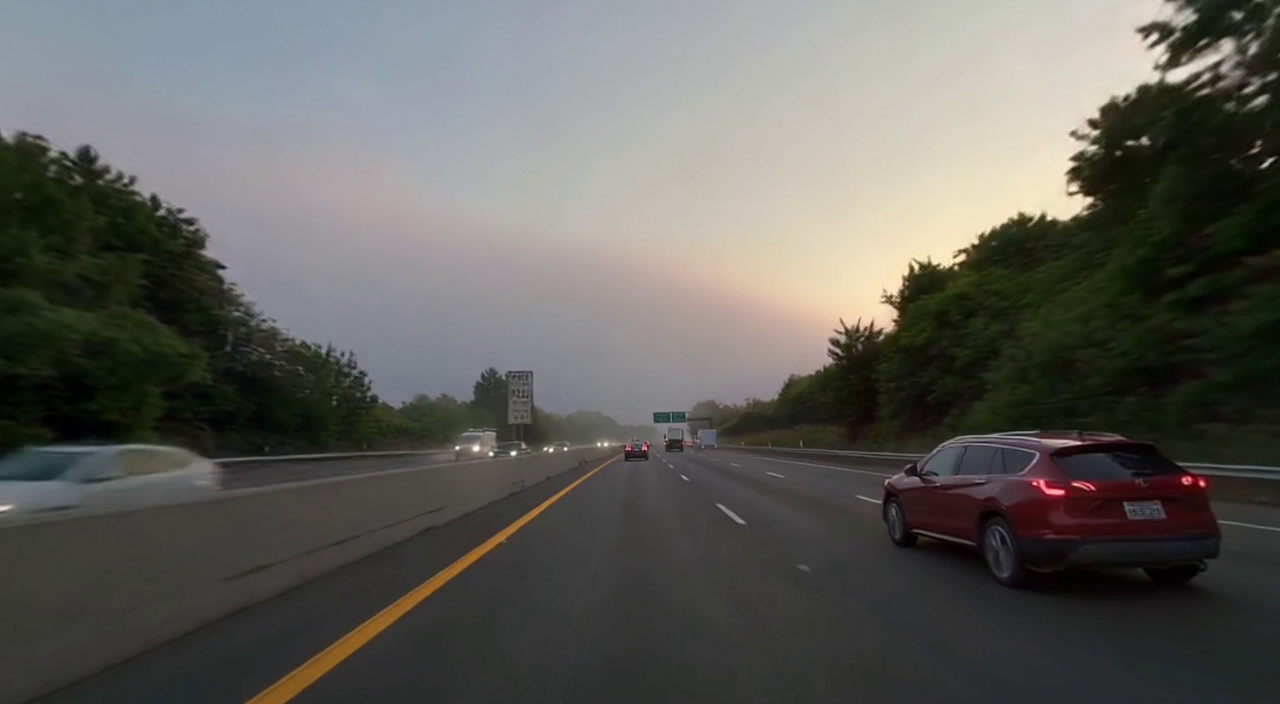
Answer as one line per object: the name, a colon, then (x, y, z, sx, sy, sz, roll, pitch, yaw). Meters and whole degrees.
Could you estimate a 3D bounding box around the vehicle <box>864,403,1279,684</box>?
vehicle: (3.965, 1.353, 5.828, 1.961, 1.495, 4.743, 0, -8, -1)

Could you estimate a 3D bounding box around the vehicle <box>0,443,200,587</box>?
vehicle: (-7.559, 1.804, 7.324, 1.897, 1.451, 4.137, 0, -8, 0)

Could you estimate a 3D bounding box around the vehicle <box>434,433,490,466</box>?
vehicle: (-11.636, 6.398, 41.609, 2.209, 2.011, 4.985, 0, -8, 0)

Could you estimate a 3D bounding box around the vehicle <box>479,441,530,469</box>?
vehicle: (-7.858, 5.991, 37.040, 2.012, 1.521, 4.593, 0, -8, 0)

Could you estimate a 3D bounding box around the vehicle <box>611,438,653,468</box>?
vehicle: (-0.433, 5.266, 33.086, 2.055, 1.466, 4.317, 0, -8, -1)

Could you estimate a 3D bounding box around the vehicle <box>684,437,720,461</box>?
vehicle: (4.286, 6.771, 44.165, 1.995, 1.556, 3.893, 0, -8, -2)
